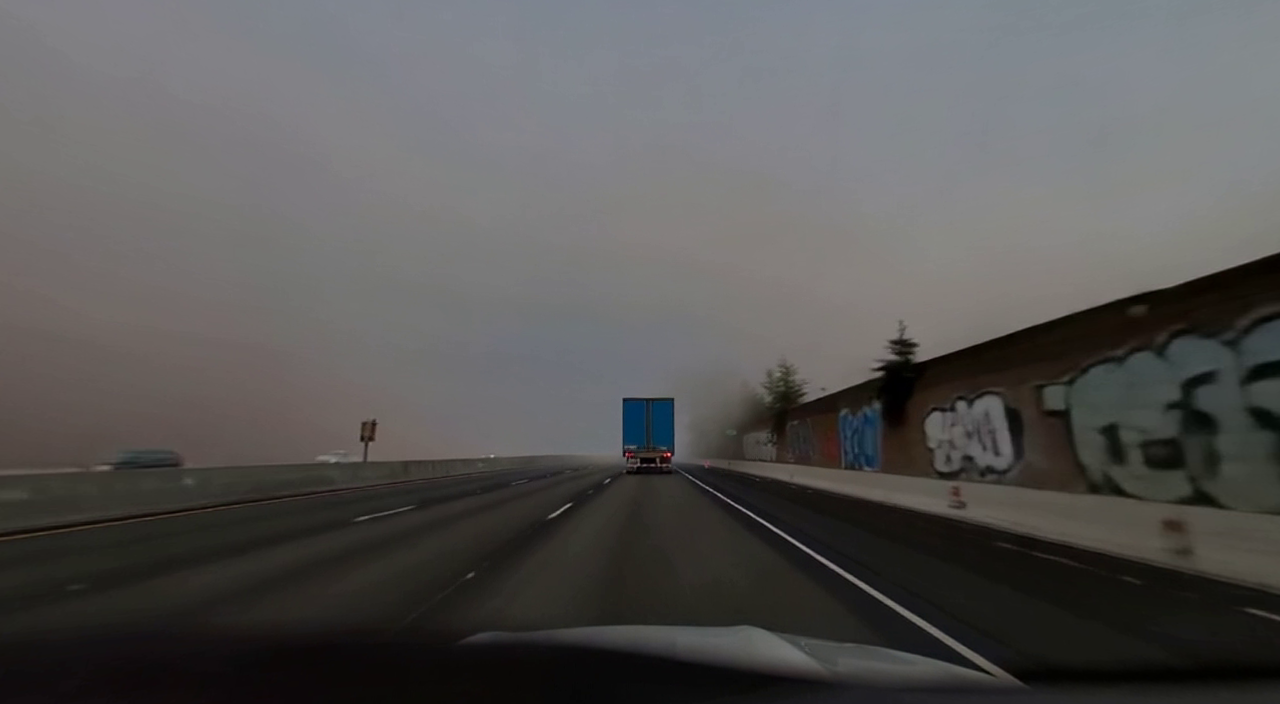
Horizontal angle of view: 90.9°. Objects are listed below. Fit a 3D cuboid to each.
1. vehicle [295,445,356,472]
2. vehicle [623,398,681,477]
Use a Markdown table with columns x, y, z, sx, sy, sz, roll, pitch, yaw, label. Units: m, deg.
| x | y | z | sx | sy | sz | roll | pitch | yaw | label |
| --- | --- | --- | --- | --- | --- | --- | --- | --- | --- |
| -24.171 | 8.192 | 48.646 | 2.147 | 2.006 | 4.767 | 0 | -9 | 1 | vehicle |
| 0.652 | 5.282 | 38.280 | 2.997 | 4.069 | 10.871 | 0 | -9 | 0 | vehicle |
